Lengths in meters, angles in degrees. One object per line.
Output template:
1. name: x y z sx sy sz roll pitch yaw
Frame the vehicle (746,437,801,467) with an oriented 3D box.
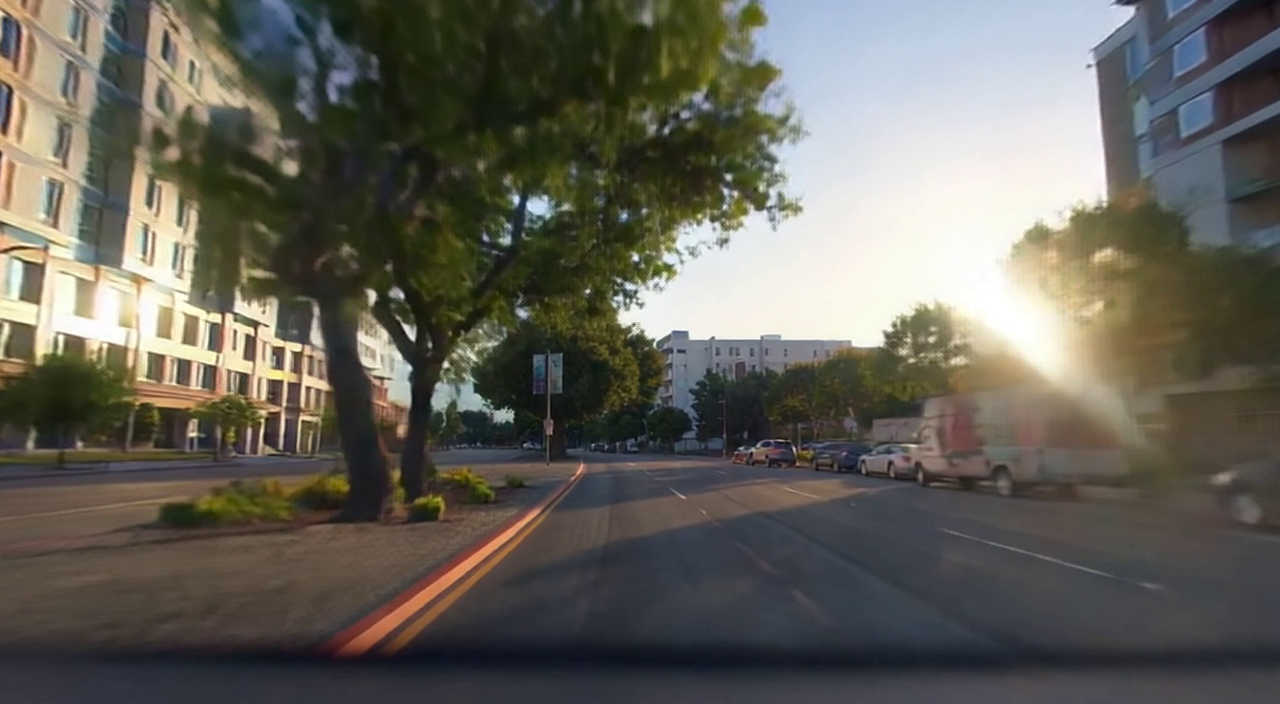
1. vehicle: 8.813 6.658 42.200 2.211 1.831 5.275 1 -9 -4

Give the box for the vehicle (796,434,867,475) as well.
1. vehicle: 9.912 5.316 33.024 1.916 1.889 4.675 4 -9 -5

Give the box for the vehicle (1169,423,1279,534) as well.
1. vehicle: 10.975 1.835 8.940 2.050 1.699 5.584 0 -8 -1

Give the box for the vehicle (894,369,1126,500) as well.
1. vehicle: 10.585 2.524 19.104 2.853 3.253 6.441 0 -8 -2

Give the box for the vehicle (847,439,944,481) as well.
1. vehicle: 10.271 4.367 25.814 1.885 1.545 4.377 1 -9 -4
